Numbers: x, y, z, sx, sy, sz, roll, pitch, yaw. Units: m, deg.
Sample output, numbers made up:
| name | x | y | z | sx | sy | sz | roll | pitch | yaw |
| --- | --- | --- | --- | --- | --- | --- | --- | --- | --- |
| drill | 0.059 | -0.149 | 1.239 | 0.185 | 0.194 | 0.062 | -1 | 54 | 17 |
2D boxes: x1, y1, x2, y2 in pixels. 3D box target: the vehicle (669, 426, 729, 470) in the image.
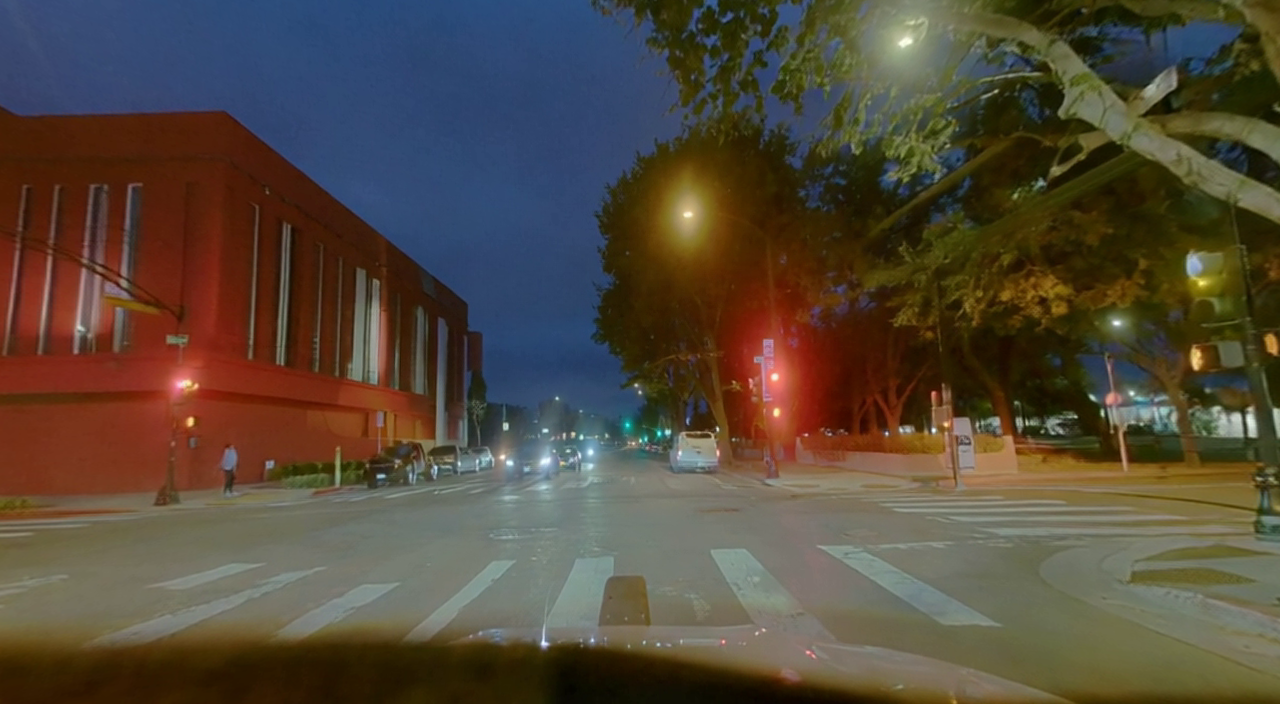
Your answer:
| name | x | y | z | sx | sy | sz | roll | pitch | yaw |
| --- | --- | --- | --- | --- | --- | --- | --- | --- | --- |
| vehicle | 3.085 | 5.178 | 34.093 | 2.557 | 2.188 | 5.164 | 0 | -8 | -2 |

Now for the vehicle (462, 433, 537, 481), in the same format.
| name | x | y | z | sx | sy | sz | roll | pitch | yaw |
| --- | --- | --- | --- | --- | --- | --- | --- | --- | --- |
| vehicle | -5.980 | 4.509 | 27.501 | 2.242 | 1.887 | 4.924 | 0 | -8 | -2 |

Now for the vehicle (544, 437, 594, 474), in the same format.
| name | x | y | z | sx | sy | sz | roll | pitch | yaw |
| --- | --- | --- | --- | --- | --- | --- | --- | --- | --- |
| vehicle | -3.288 | 4.860 | 29.808 | 2.033 | 1.596 | 4.142 | 0 | -8 | -2 |

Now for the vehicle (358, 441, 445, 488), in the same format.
| name | x | y | z | sx | sy | sz | roll | pitch | yaw |
| --- | --- | --- | --- | --- | --- | --- | --- | --- | --- |
| vehicle | -9.911 | 4.664 | 26.620 | 2.216 | 1.804 | 4.526 | 1 | -8 | -5 |
